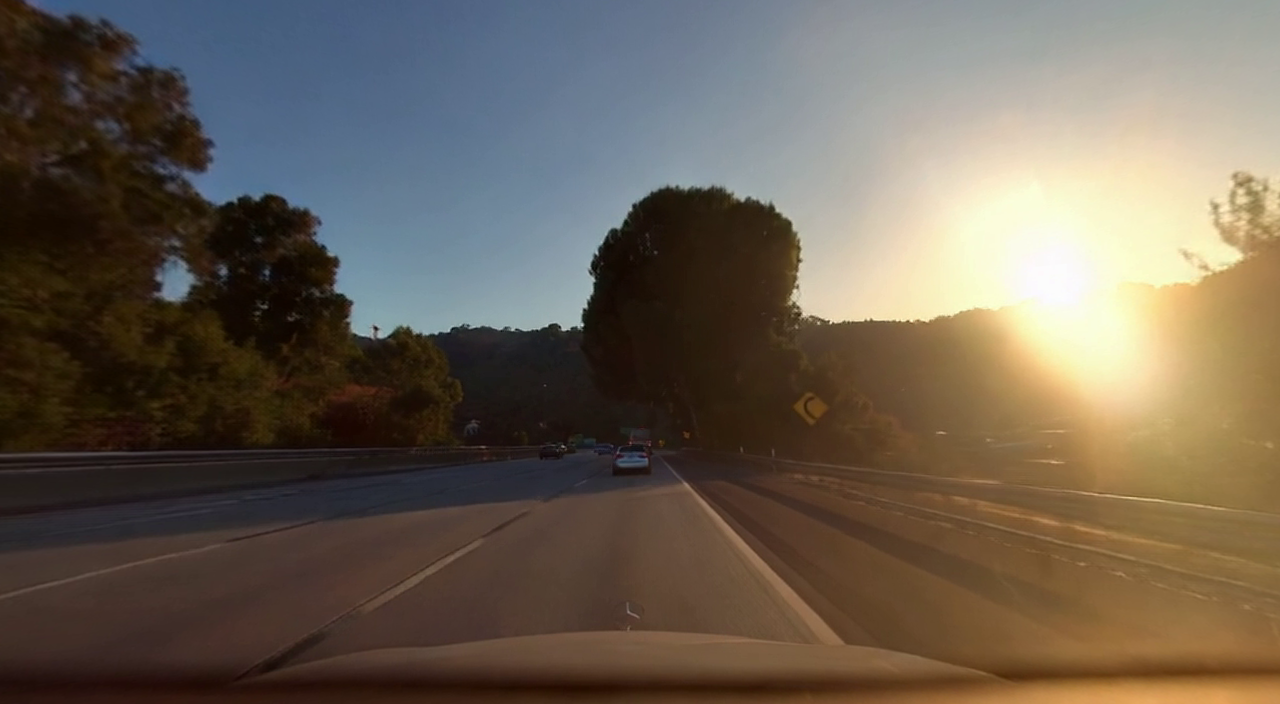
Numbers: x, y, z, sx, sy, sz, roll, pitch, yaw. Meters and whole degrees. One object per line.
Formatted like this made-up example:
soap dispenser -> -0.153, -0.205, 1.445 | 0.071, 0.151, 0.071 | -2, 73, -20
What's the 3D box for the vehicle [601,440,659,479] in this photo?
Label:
vehicle -> -0.357, 4.425, 26.252 | 2.238, 1.479, 3.672 | 0, -9, 1
